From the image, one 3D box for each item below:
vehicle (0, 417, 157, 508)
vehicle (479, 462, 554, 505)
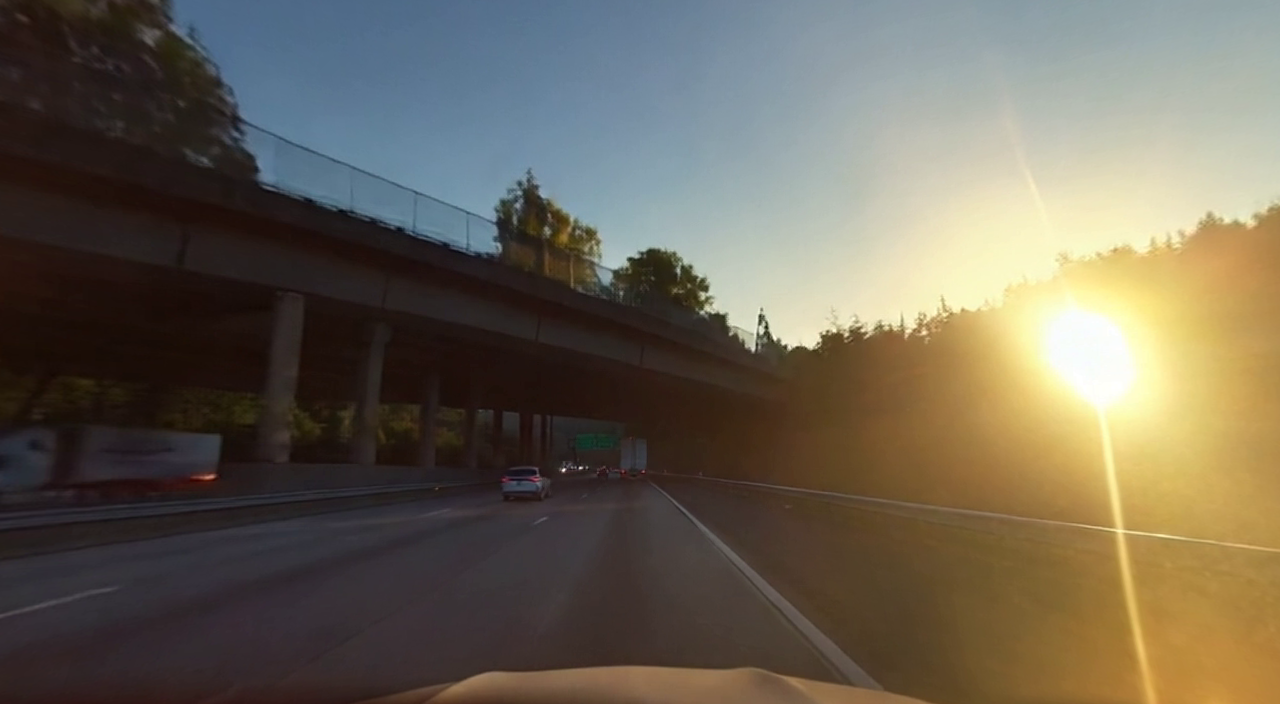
[{"bbox_3d":[-25.502,4.808,27.446,2.646,3.392,7.729,1,-10,0],"label":"vehicle"},{"bbox_3d":[-4.662,5.066,24.545,1.950,1.460,4.812,1,-10,0],"label":"vehicle"}]
